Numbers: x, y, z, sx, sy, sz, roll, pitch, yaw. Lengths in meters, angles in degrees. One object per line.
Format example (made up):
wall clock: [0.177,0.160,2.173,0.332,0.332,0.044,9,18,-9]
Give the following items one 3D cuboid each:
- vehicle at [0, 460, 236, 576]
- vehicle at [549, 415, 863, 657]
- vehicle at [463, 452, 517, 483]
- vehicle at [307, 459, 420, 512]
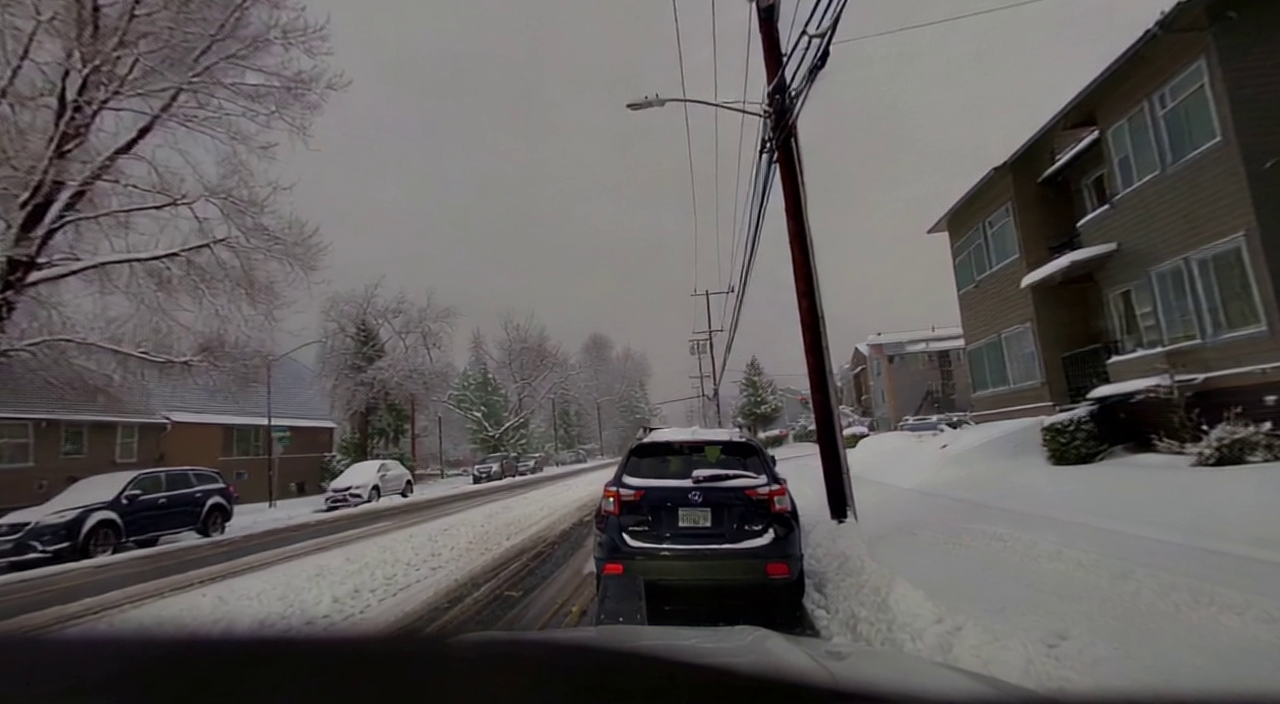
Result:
vehicle: [-10.779,3.228,12.867,2.068,1.745,4.579,-7,-9,1]
vehicle: [0.593,1.543,6.530,2.030,1.535,4.683,-1,-8,4]
vehicle: [-9.360,7.200,39.735,2.011,1.801,4.676,-1,-8,3]
vehicle: [-10.543,5.073,24.493,2.017,1.582,4.664,-7,-9,4]
